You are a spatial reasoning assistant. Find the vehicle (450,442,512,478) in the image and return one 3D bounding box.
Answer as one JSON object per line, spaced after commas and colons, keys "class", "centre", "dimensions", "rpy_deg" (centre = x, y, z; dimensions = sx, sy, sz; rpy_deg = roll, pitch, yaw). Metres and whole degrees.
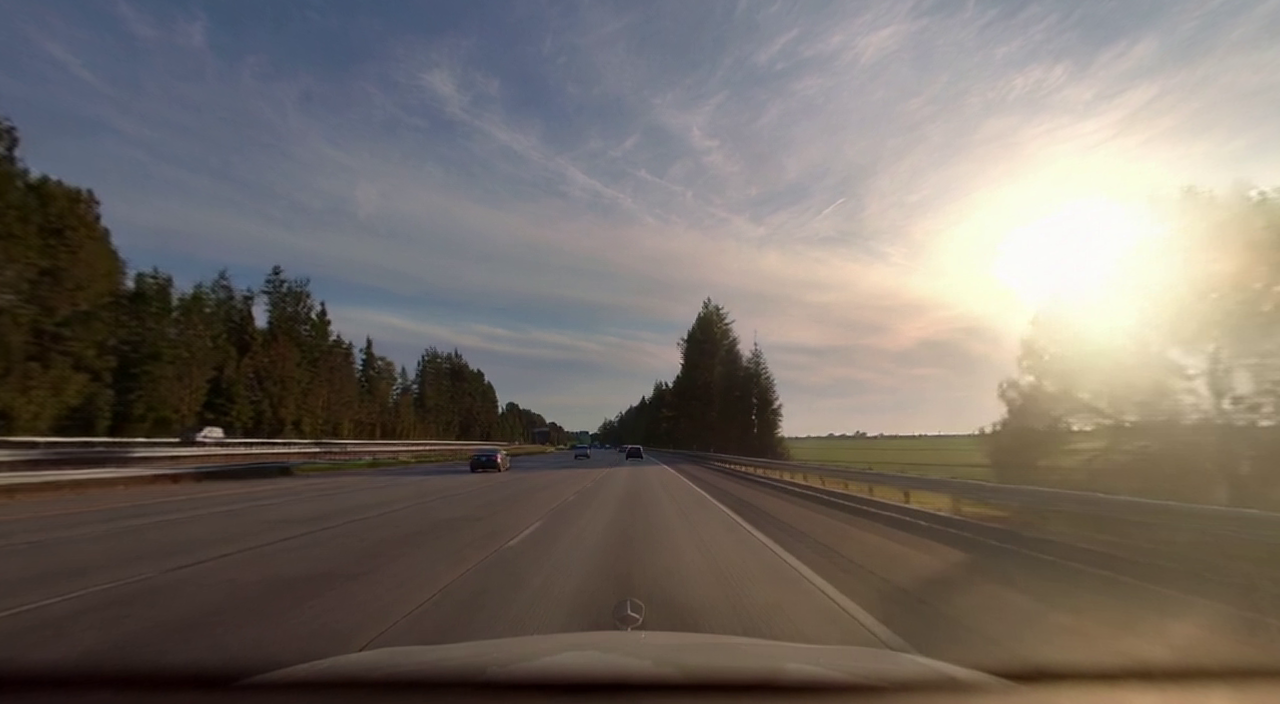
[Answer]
{"class": "vehicle", "centre": [-7.627, 5.198, 30.678], "dimensions": [1.972, 1.603, 3.891], "rpy_deg": [0, -8, 1]}
